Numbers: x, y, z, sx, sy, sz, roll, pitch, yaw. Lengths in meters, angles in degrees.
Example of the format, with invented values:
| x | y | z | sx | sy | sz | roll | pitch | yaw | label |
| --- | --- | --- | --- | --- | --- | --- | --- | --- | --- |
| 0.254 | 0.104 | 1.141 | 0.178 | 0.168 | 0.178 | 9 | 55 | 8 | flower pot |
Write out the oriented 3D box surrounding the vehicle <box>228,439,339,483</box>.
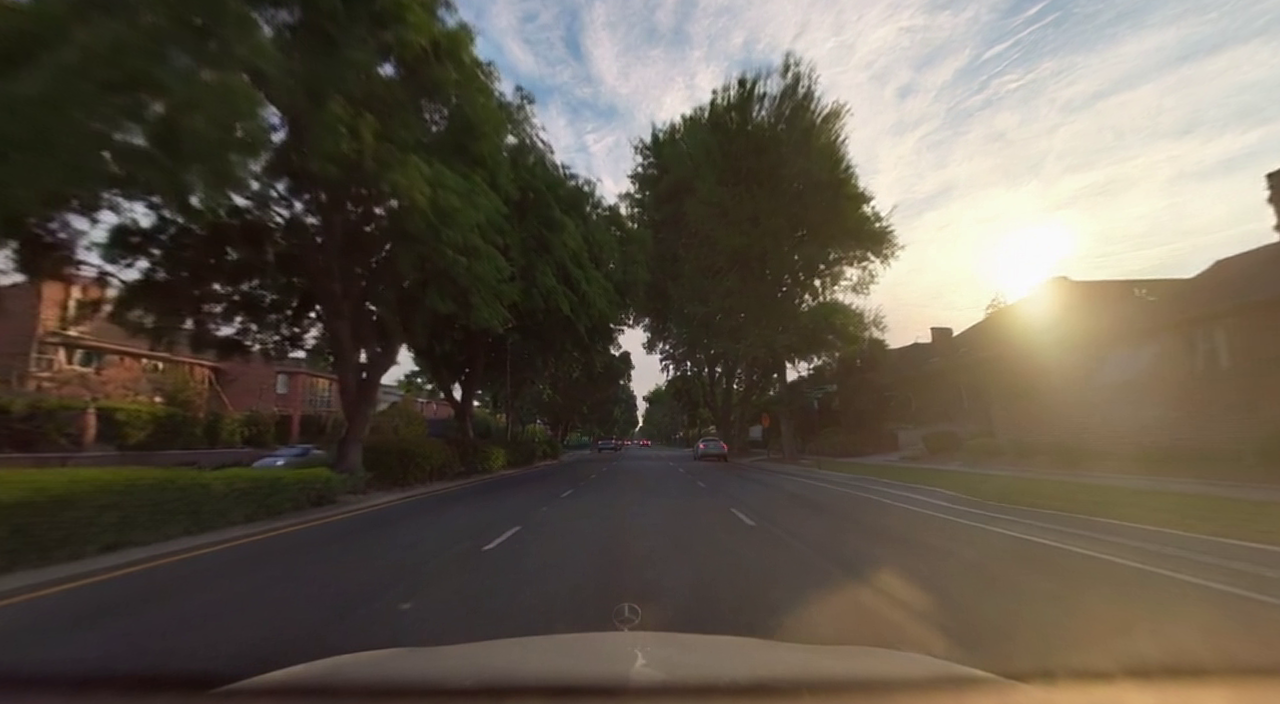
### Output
| x | y | z | sx | sy | sz | roll | pitch | yaw | label |
| --- | --- | --- | --- | --- | --- | --- | --- | --- | --- |
| -17.117 | 5.229 | 30.675 | 2.208 | 1.899 | 5.269 | 0 | -8 | 1 | vehicle |

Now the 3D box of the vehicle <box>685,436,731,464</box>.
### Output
| x | y | z | sx | sy | sz | roll | pitch | yaw | label |
| --- | --- | --- | --- | --- | --- | --- | --- | --- | --- |
| 4.050 | 5.919 | 38.264 | 2.237 | 1.578 | 4.621 | 0 | -8 | -1 | vehicle |
